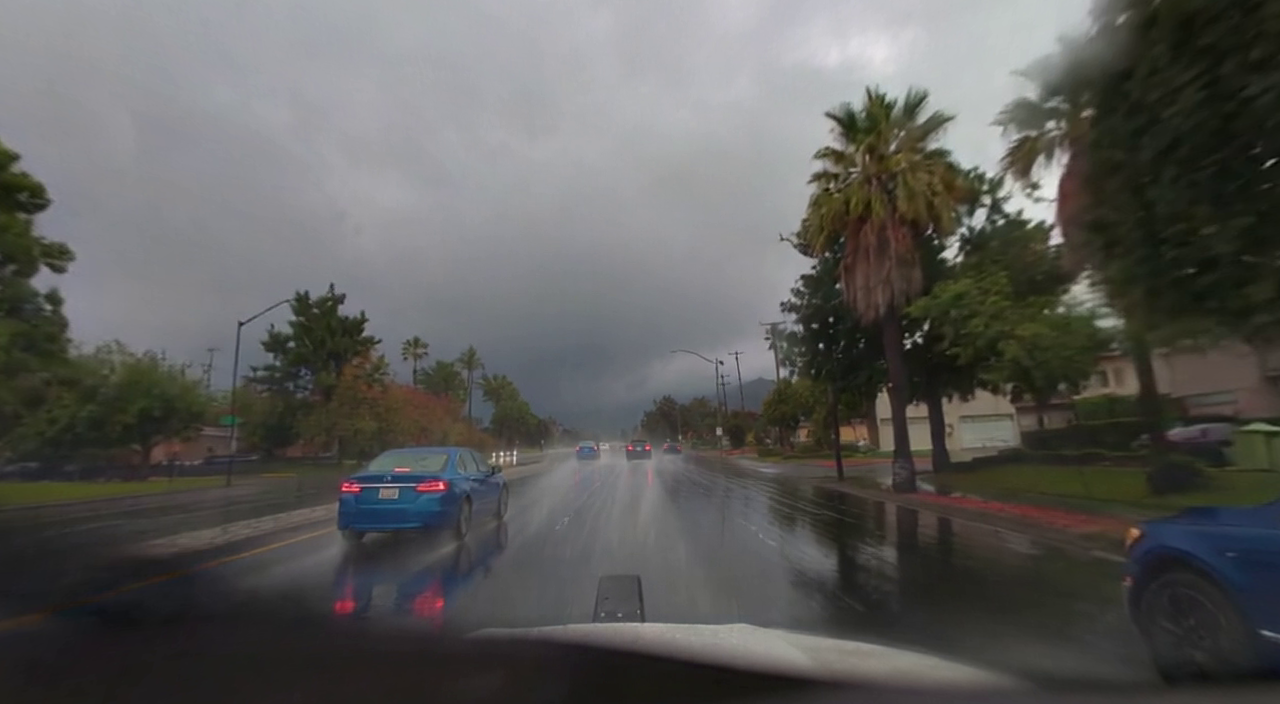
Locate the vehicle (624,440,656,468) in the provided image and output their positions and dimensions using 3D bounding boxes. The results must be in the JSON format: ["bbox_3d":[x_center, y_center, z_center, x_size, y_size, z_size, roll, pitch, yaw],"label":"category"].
[{"bbox_3d":[-0.057,6.780,42.252,2.043,1.734,4.253,0,-8,-2],"label":"vehicle"}]

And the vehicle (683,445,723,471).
[{"bbox_3d":[3.732,6.327,38.058,1.830,1.451,4.009,0,-8,-2],"label":"vehicle"}]

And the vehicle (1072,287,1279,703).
[{"bbox_3d":[3.618,0.590,1.621,2.125,1.937,3.924,0,-8,-1],"label":"vehicle"}]

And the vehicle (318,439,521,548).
[{"bbox_3d":[-3.398,2.239,10.803,1.844,1.451,4.543,0,-8,0],"label":"vehicle"}]

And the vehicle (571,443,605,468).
[{"bbox_3d":[-3.456,6.893,42.366,2.000,1.569,3.794,0,-8,-1],"label":"vehicle"}]
